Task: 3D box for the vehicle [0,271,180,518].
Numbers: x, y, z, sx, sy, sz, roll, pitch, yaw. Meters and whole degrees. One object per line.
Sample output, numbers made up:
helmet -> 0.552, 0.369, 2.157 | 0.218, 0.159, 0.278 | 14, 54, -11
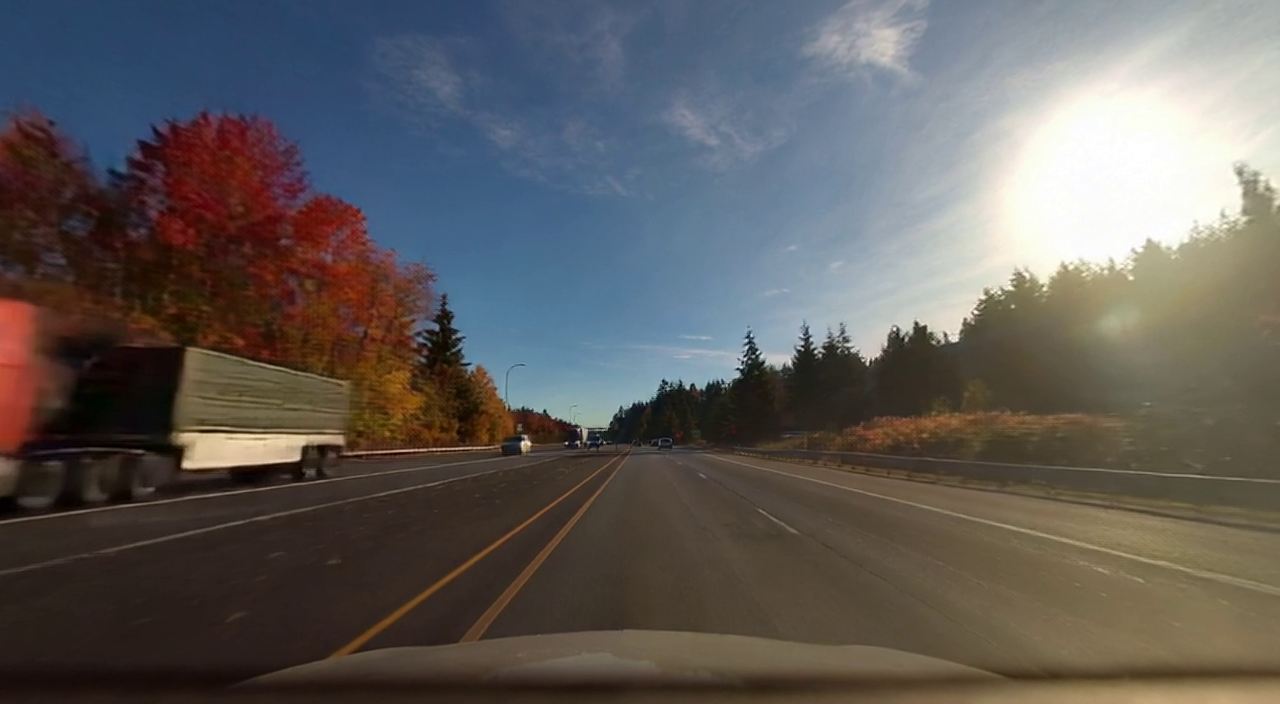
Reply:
vehicle -> -11.257, 0.726, 10.177 | 2.946, 3.741, 5.919 | 0, -8, 0
